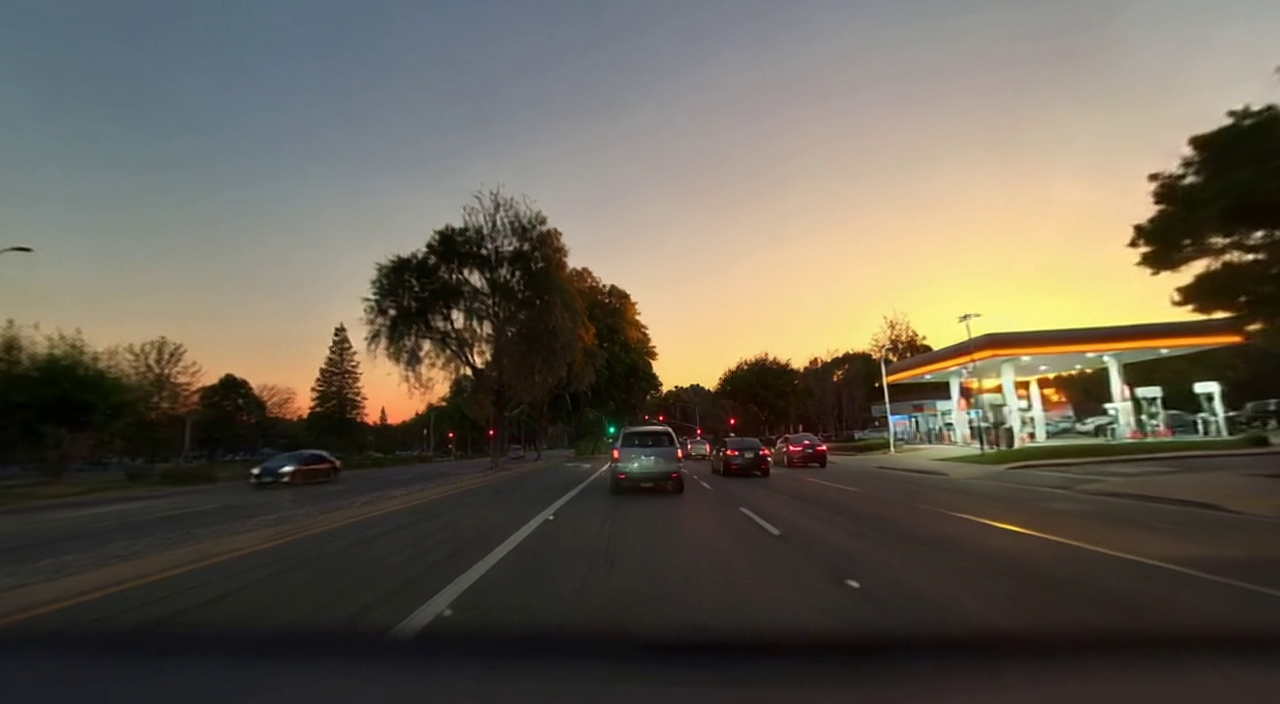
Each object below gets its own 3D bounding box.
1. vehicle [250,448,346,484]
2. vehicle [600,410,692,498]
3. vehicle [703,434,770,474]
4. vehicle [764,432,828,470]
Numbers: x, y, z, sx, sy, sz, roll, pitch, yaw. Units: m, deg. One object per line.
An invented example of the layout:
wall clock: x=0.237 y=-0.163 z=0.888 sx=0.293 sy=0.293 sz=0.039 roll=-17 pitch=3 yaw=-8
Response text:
vehicle: x=-15.522 y=5.168 z=29.007 sx=1.914 sy=1.496 sz=4.361 roll=0 pitch=-8 yaw=1
vehicle: x=0.041 y=2.613 z=16.492 sx=2.038 sy=1.917 sz=4.900 roll=0 pitch=-8 yaw=-2
vehicle: x=3.824 y=4.139 z=25.781 sx=1.940 sy=1.474 sz=4.234 roll=0 pitch=-8 yaw=-2
vehicle: x=6.979 y=4.496 z=28.728 sx=1.793 sy=1.585 sz=4.130 roll=0 pitch=-8 yaw=-1
